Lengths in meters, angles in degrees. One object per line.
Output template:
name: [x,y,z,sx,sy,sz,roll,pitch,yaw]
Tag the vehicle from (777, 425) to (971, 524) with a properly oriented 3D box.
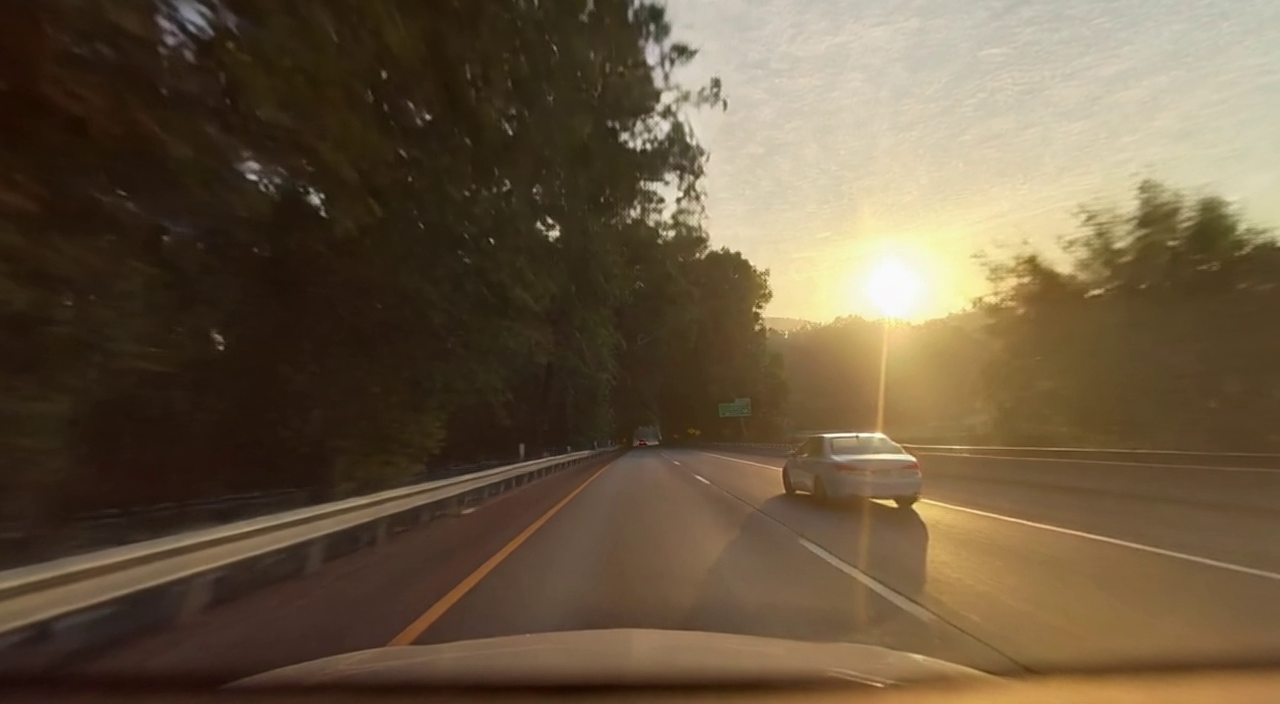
vehicle: [4.218,2.264,12.326,1.905,1.525,4.719,0,-8,-1]
